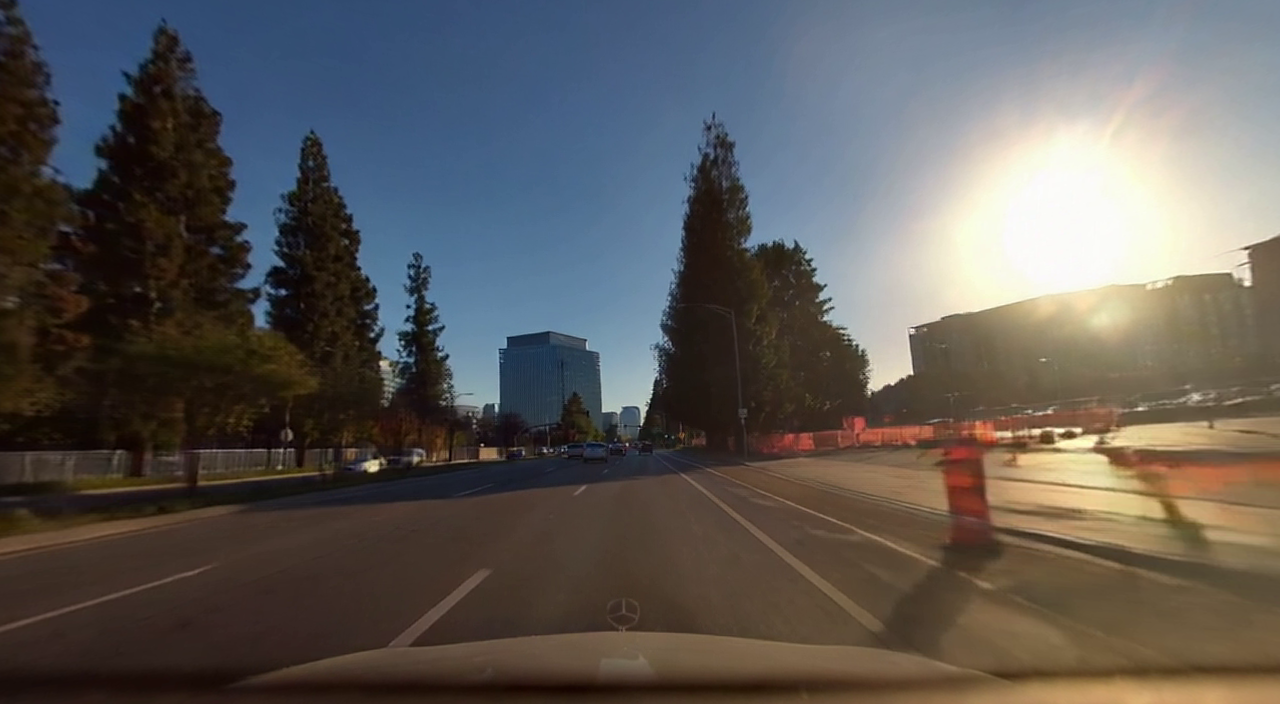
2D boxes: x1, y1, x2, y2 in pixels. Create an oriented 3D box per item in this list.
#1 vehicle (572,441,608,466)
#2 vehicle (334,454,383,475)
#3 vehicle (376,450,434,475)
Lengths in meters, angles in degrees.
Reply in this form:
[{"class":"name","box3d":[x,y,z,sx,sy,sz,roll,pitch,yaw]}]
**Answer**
[{"class":"vehicle","box3d":[-3.444,7.056,44.009,2.121,1.654,3.993,0,-9,1]},{"class":"vehicle","box3d":[-21.791,8.725,49.080,1.817,1.447,4.369,-1,-9,1]},{"class":"vehicle","box3d":[-15.309,7.171,41.386,1.882,1.472,4.796,-1,-9,1]}]
